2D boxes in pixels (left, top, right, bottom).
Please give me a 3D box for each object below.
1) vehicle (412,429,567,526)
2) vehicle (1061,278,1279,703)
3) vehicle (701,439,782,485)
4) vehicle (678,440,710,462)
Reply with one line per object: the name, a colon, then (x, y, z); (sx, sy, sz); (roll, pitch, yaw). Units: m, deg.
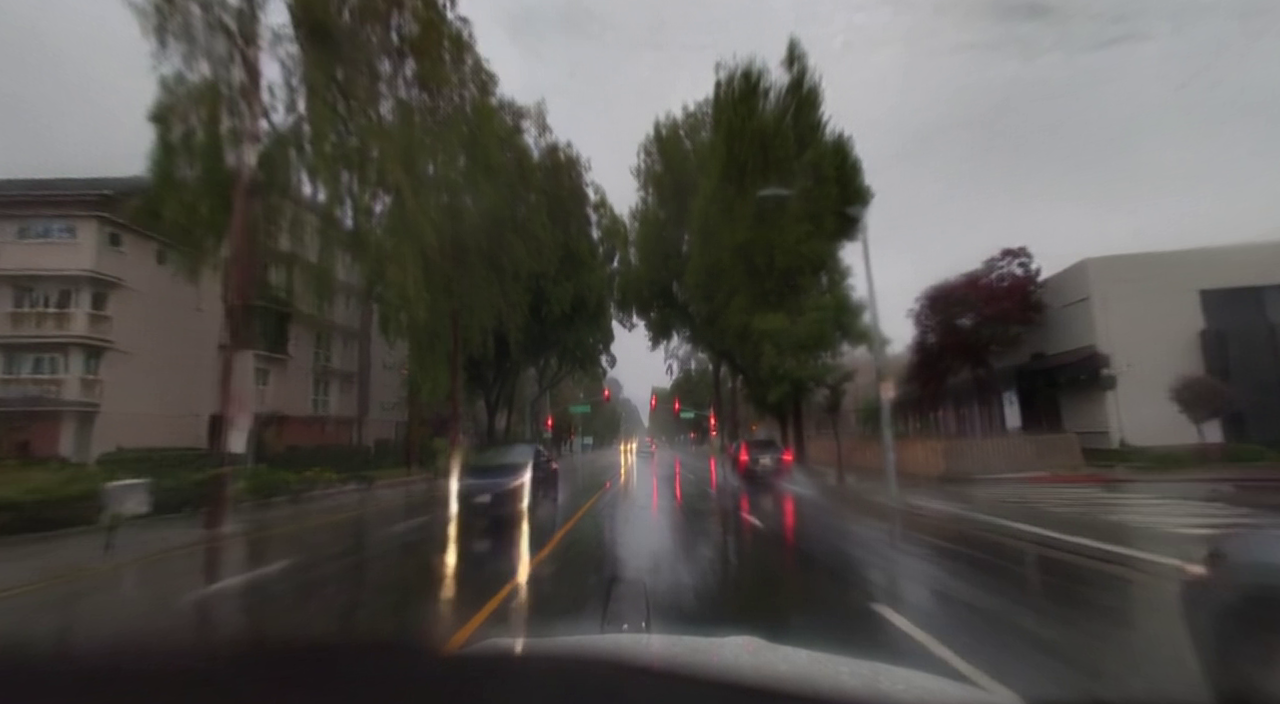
vehicle: (-2.927, 2.549, 13.409); (2.109, 1.681, 4.417); (-1, -9, 2)
vehicle: (3.234, 0.446, 0.483); (2.251, 1.861, 5.144); (-1, -9, 0)
vehicle: (3.547, 3.946, 22.992); (2.072, 1.471, 4.834); (0, -9, -1)
vehicle: (4.116, 7.631, 48.546); (2.035, 1.564, 4.719); (-1, -9, 0)
